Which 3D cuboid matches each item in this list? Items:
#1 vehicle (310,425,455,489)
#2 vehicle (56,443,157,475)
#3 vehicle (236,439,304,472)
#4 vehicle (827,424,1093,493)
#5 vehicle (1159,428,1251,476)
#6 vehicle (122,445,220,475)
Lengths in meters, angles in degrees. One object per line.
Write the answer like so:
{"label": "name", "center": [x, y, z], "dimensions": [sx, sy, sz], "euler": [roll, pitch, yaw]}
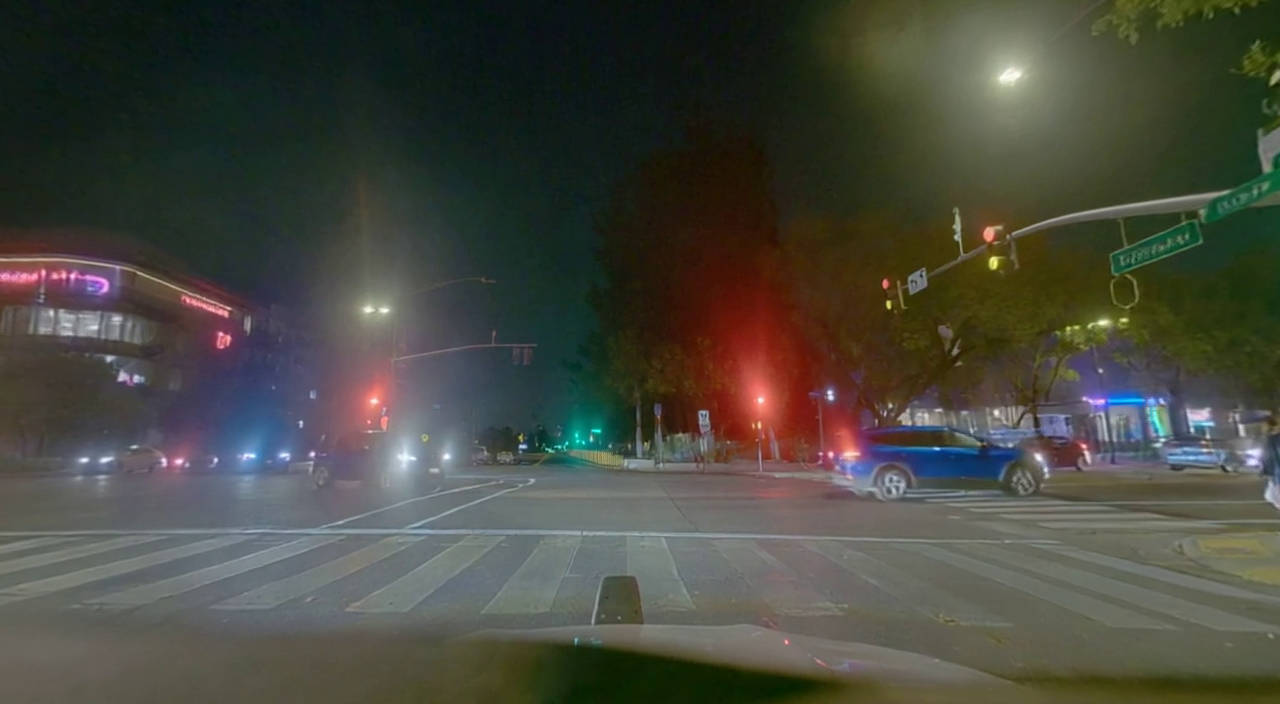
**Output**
{"label": "vehicle", "center": [-8.369, 3.349, 20.429], "dimensions": [4.509, 1.821, 2.066], "euler": [-6, -10, 33]}
{"label": "vehicle", "center": [-30.819, 6.161, 36.716], "dimensions": [1.961, 1.708, 4.678], "euler": [0, -8, -3]}
{"label": "vehicle", "center": [-18.952, 5.309, 32.581], "dimensions": [2.007, 1.540, 4.312], "euler": [2, -9, -17]}
{"label": "vehicle", "center": [8.803, 2.976, 17.858], "dimensions": [6.196, 1.777, 2.457], "euler": [0, -8, -3]}
{"label": "vehicle", "center": [22.728, 3.993, 25.346], "dimensions": [4.780, 1.719, 2.156], "euler": [8, -11, -43]}
{"label": "vehicle", "center": [-23.654, 5.434, 32.078], "dimensions": [2.099, 1.407, 3.941], "euler": [0, -8, -4]}
